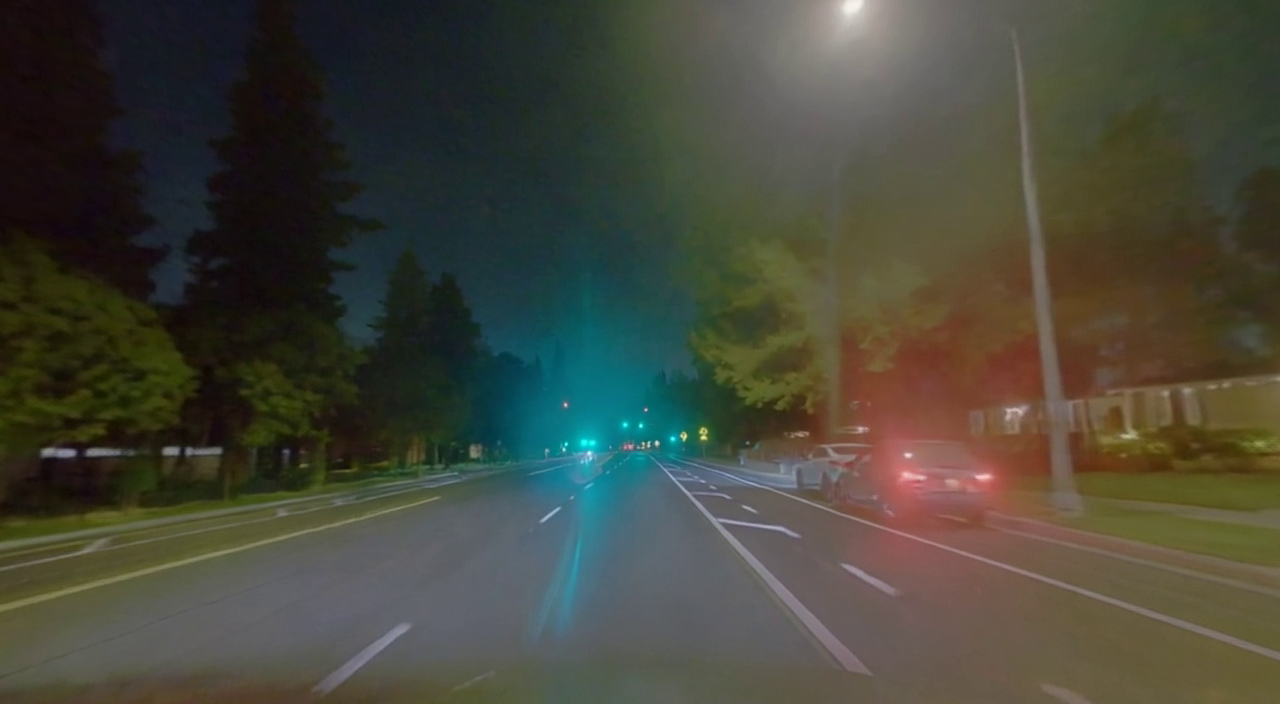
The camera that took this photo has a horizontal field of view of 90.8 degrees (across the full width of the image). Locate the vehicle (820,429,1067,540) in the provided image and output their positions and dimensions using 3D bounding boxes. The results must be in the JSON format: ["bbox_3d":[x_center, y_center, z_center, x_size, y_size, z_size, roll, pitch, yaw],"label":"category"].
[{"bbox_3d":[5.012,2.238,11.379,1.995,1.553,4.628,0,-9,-2],"label":"vehicle"}]
